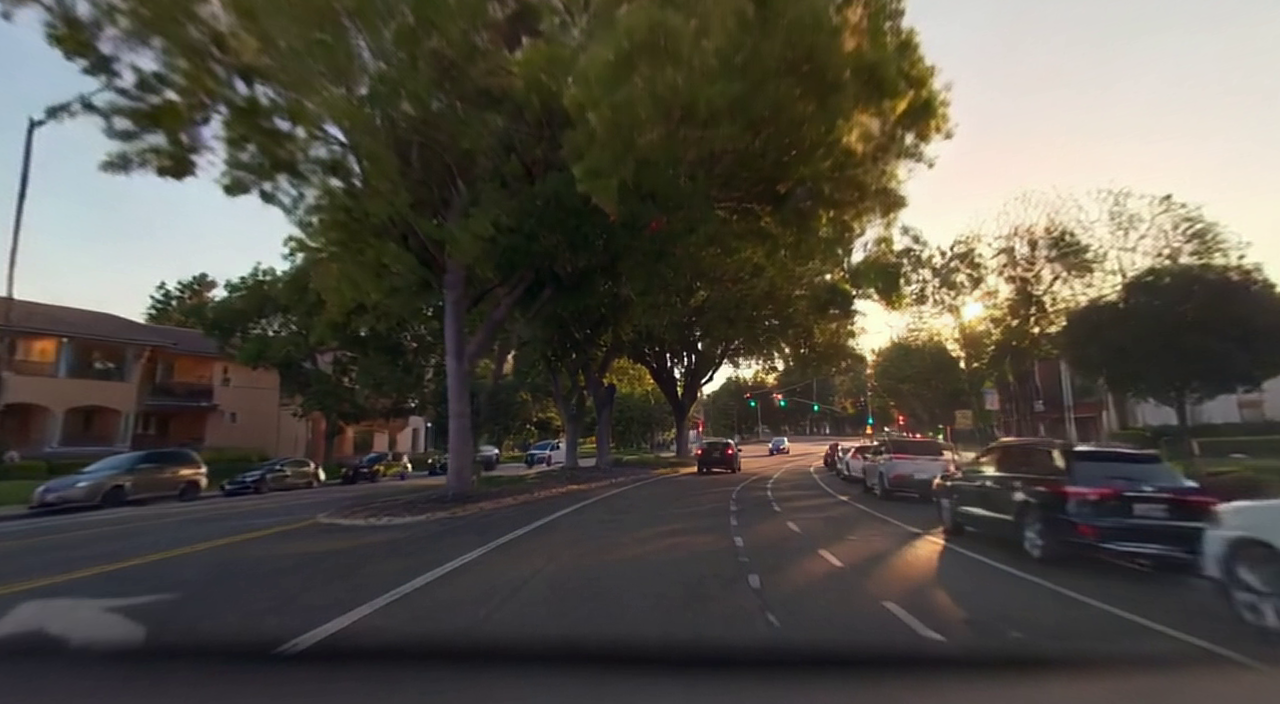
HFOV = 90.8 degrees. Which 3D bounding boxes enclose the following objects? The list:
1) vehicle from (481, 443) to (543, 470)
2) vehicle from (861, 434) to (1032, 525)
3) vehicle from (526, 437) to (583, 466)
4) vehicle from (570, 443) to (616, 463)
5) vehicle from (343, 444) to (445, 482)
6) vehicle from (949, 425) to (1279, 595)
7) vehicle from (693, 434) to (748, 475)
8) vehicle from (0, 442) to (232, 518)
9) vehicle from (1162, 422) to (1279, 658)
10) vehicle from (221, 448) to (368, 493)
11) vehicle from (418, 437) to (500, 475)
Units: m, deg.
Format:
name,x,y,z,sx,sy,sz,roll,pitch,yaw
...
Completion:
name,x,y,z,sx,sy,sz,roll,pitch,yaw
vehicle,-7.660,6.259,38.135,1.809,1.469,4.485,-2,-9,15
vehicle,5.959,2.478,12.857,1.841,1.545,3.813,-1,-8,5
vehicle,-5.847,6.868,43.755,2.115,1.853,4.745,-3,-9,17
vehicle,-3.643,7.872,49.442,1.782,1.472,4.744,-3,-9,20
vehicle,-10.524,4.749,27.415,1.880,1.450,4.627,-2,-9,11
vehicle,5.717,1.760,7.920,1.850,1.557,3.992,0,-8,4
vehicle,3.657,4.508,28.032,1.852,1.680,4.488,-2,-9,14
vehicle,-12.313,2.909,15.082,1.918,1.508,4.353,-1,-8,6
vehicle,4.896,0.994,2.602,1.741,1.494,4.587,0,-8,3
vehicle,-11.549,3.973,21.591,1.893,1.310,4.719,-1,-8,9
vehicle,-9.180,5.301,32.525,1.977,1.761,4.990,-2,-8,10
